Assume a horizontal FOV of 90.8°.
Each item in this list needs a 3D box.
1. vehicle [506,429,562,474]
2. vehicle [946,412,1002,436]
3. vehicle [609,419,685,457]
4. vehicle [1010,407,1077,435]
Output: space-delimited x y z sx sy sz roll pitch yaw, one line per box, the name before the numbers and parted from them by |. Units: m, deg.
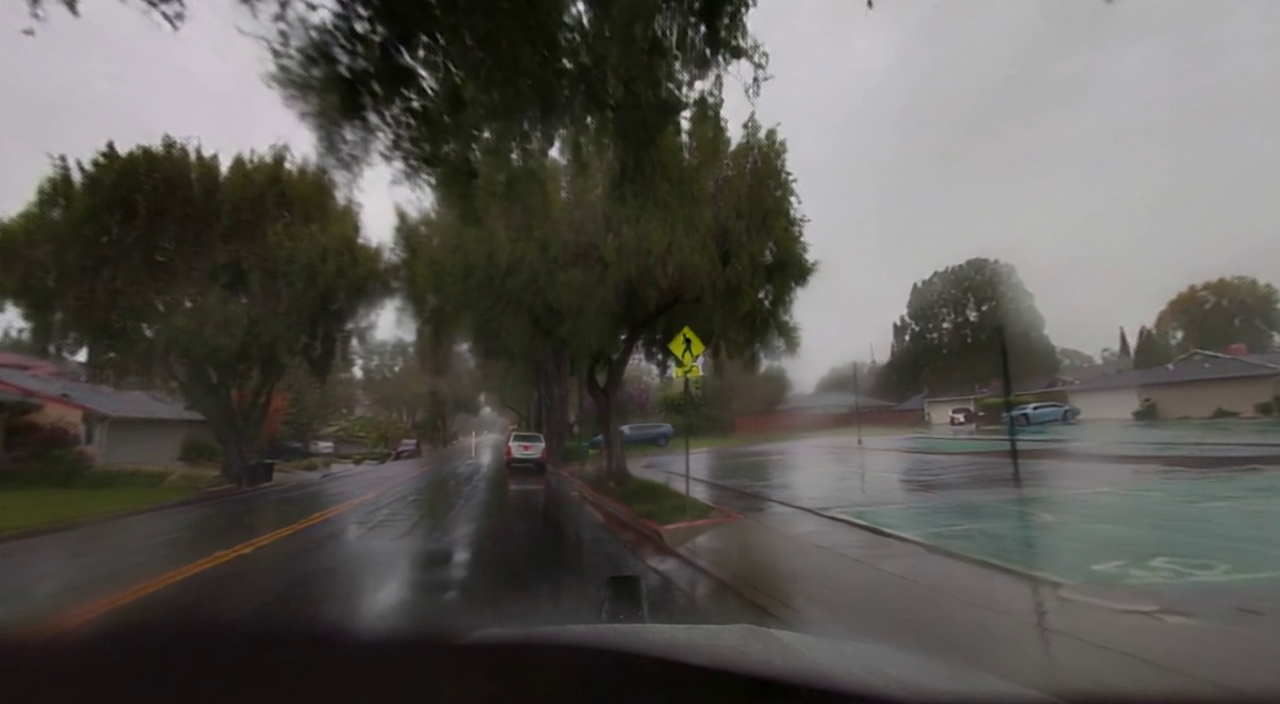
vehicle | -4.755 4.347 27.827 2.204 1.776 4.262 2 -9 -12
vehicle | 24.047 5.209 45.409 4.245 1.601 1.912 7 -11 -39
vehicle | 0.488 5.155 38.013 1.954 1.696 4.390 -9 -5 44
vehicle | 25.121 4.343 39.306 4.481 1.634 1.973 6 -11 -37
